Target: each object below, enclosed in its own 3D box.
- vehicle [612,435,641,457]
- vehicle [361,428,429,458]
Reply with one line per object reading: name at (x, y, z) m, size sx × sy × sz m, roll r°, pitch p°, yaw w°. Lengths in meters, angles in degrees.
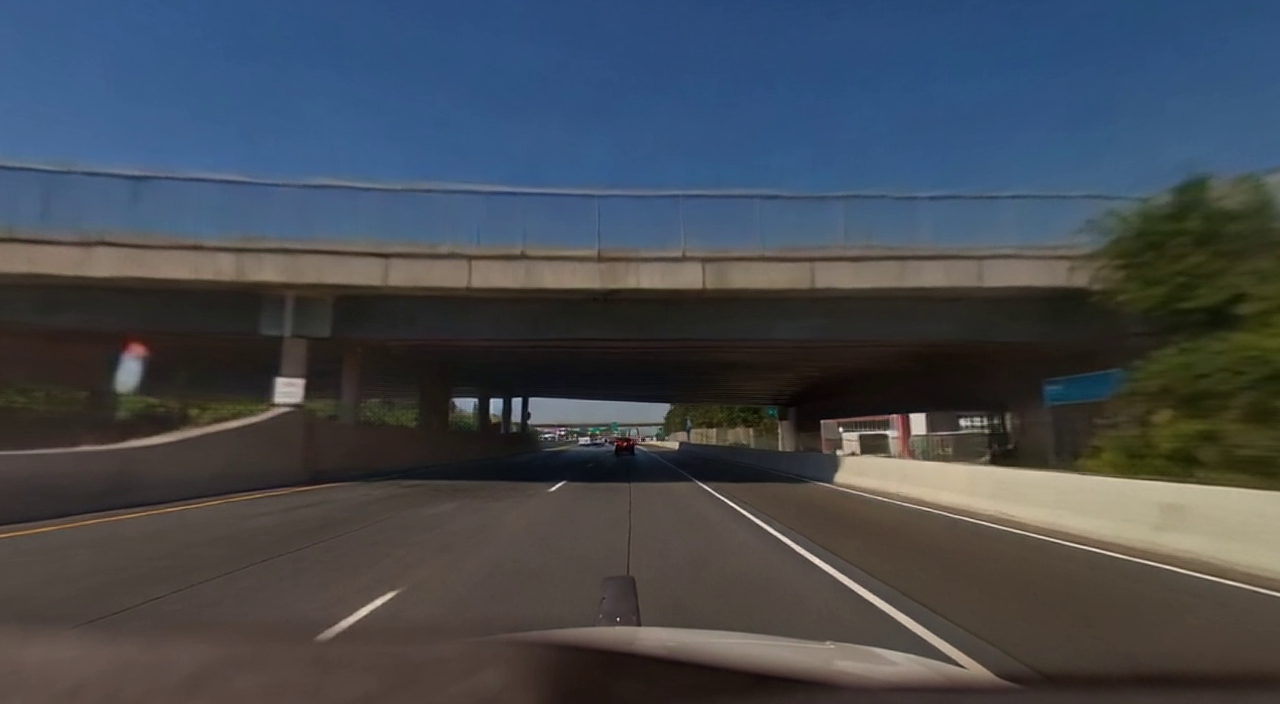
vehicle at (-1.019, 6.819, 45.806) m, size 2.025 × 1.519 × 3.924 m, roll 0°, pitch -8°, yaw -2°
vehicle at (-12.994, 4.849, 33.660) m, size 1.888 × 1.507 × 4.509 m, roll 0°, pitch -8°, yaw 0°
